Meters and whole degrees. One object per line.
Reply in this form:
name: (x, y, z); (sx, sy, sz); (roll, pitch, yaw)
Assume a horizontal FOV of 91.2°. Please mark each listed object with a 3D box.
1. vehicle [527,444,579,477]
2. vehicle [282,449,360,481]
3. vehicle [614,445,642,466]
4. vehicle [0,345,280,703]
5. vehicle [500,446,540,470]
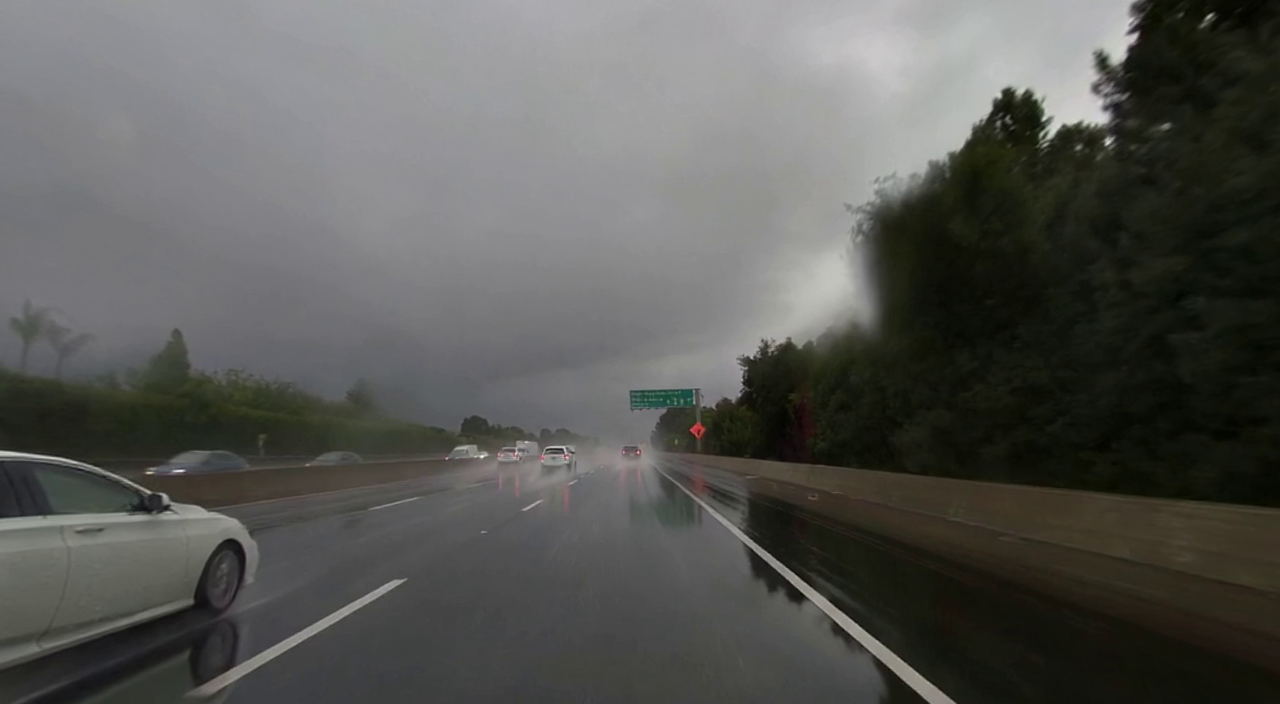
vehicle: (-4.183, 5.281, 30.611); (1.988, 1.477, 4.118); (0, -9, -1)
vehicle: (-16.371, 5.788, 32.374); (1.846, 1.519, 4.114); (0, -9, 0)
vehicle: (-0.922, 7.812, 47.337); (2.023, 1.479, 3.718); (0, -9, -1)
vehicle: (-3.948, 0.852, 2.711); (2.074, 1.779, 4.588); (0, -9, -1)
vehicle: (-8.042, 7.094, 42.227); (1.936, 1.516, 3.904); (0, -9, -1)
